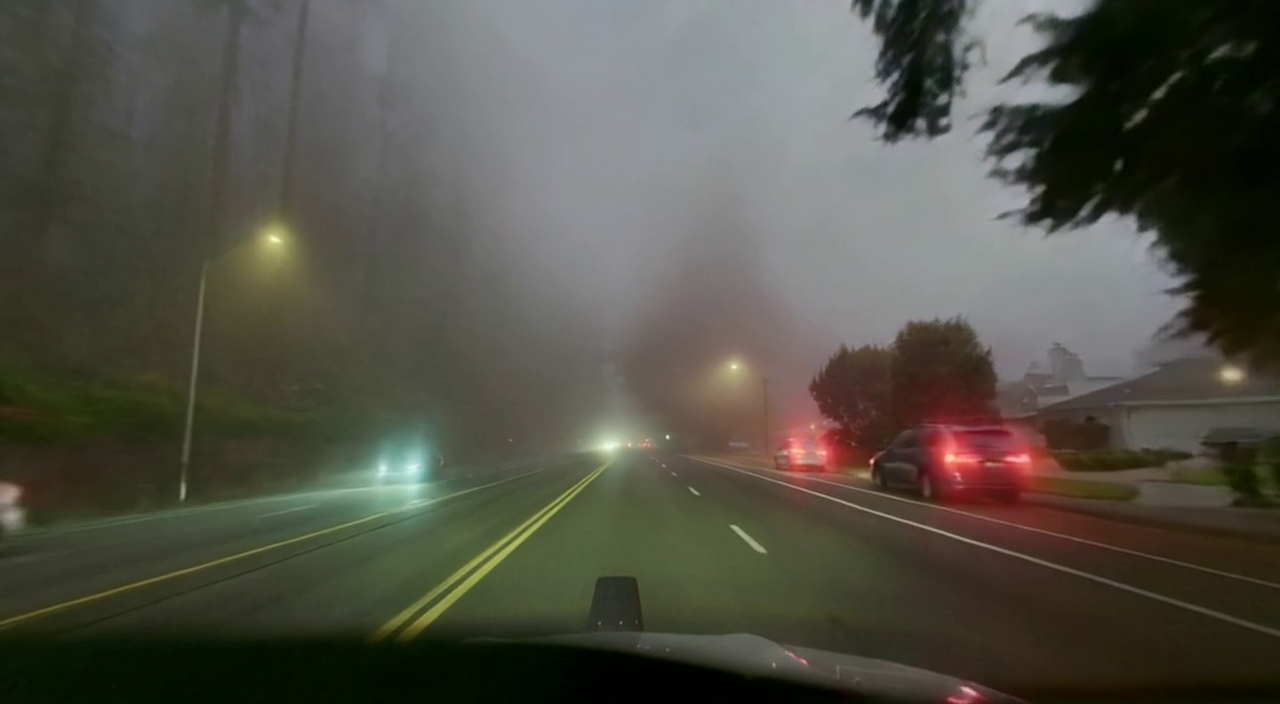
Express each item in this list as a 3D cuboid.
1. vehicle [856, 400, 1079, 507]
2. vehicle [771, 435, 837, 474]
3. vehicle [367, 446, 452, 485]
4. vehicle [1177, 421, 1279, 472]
[{"bbox_3d":[7.467,2.422,15.439,2.278,2.079,5.861,0,-8,0],"label":"vehicle"},{"bbox_3d":[7.387,4.673,28.927,1.965,1.623,4.096,0,-8,1],"label":"vehicle"},{"bbox_3d":[-9.753,4.805,27.111,1.910,1.452,4.447,0,-8,1],"label":"vehicle"},{"bbox_3d":[19.569,2.869,19.275,4.336,1.480,1.926,-2,-8,17],"label":"vehicle"}]
